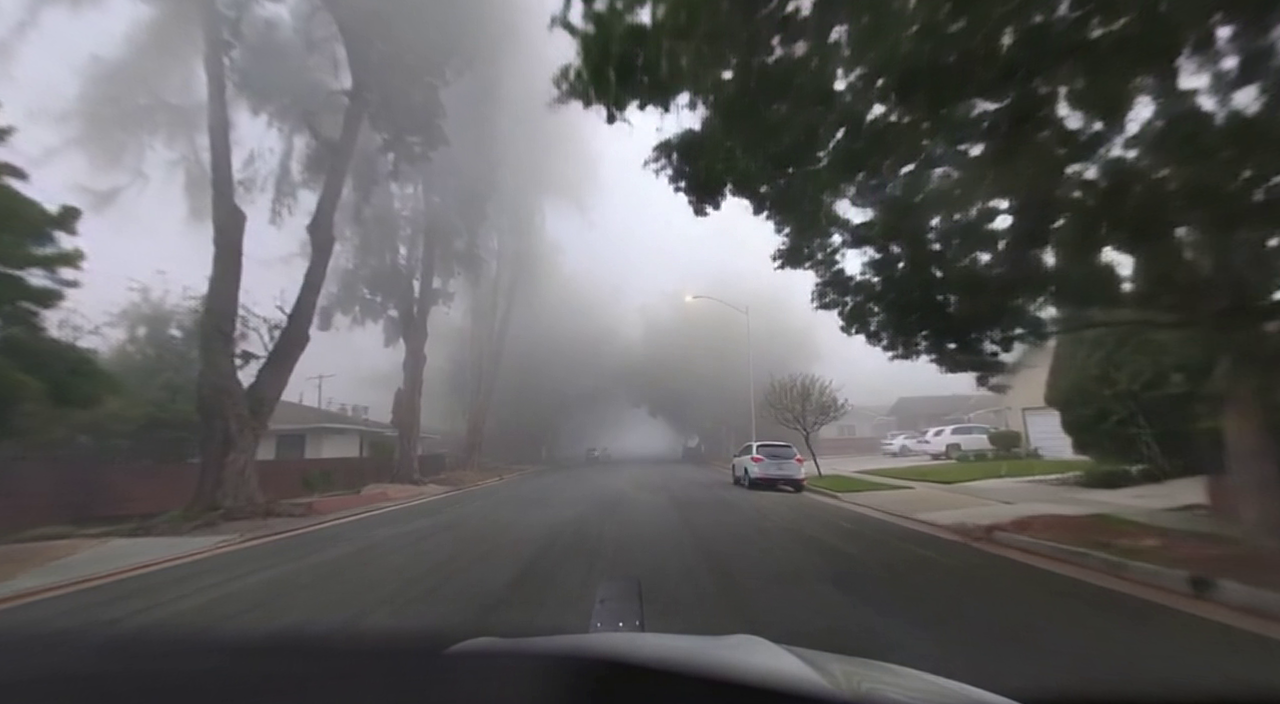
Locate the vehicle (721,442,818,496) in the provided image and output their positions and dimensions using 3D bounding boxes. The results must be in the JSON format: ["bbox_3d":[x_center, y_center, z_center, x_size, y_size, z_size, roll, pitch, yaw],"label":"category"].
[{"bbox_3d":[3.852,3.558,19.623,2.013,1.473,4.329,0,-9,-1],"label":"vehicle"}]
